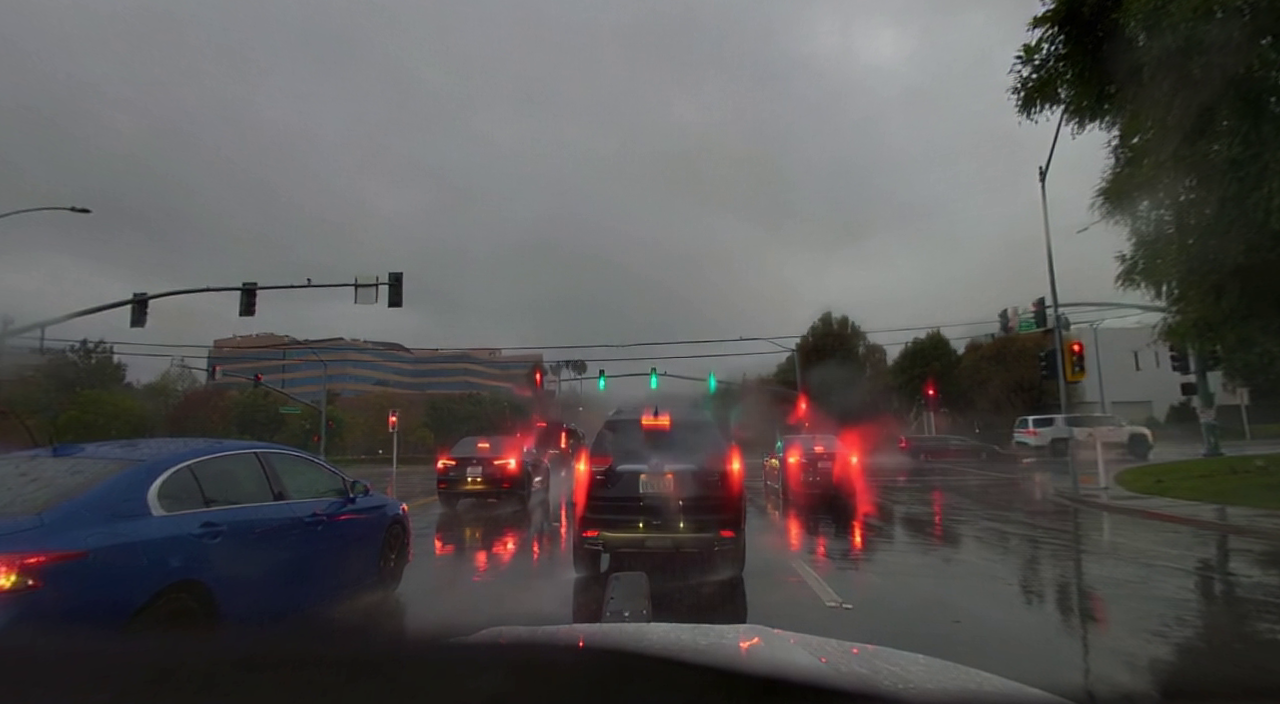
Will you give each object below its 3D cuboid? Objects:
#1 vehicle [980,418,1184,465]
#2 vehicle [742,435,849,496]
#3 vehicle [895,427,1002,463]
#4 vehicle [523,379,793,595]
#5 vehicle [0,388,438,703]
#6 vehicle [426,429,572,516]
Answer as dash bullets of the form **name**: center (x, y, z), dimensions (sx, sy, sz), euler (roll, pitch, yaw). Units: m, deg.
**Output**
- **vehicle**: center (19.633, 4.005, 28.420), dimensions (6.879, 1.984, 2.808), euler (-1, -7, 8)
- **vehicle**: center (4.102, 3.059, 17.348), dimensions (1.979, 1.453, 4.011), euler (0, -8, 1)
- **vehicle**: center (14.284, 4.361, 29.444), dimensions (4.026, 1.573, 2.271), euler (-2, -9, 14)
- **vehicle**: center (0.205, 1.466, 7.644), dimensions (2.300, 1.832, 4.331), euler (0, -8, 1)
- **vehicle**: center (-3.217, 1.194, 4.393), dimensions (1.958, 1.494, 4.624), euler (0, -8, 2)
- **vehicle**: center (-2.681, 2.394, 13.073), dimensions (1.851, 1.502, 4.042), euler (0, -8, 4)
